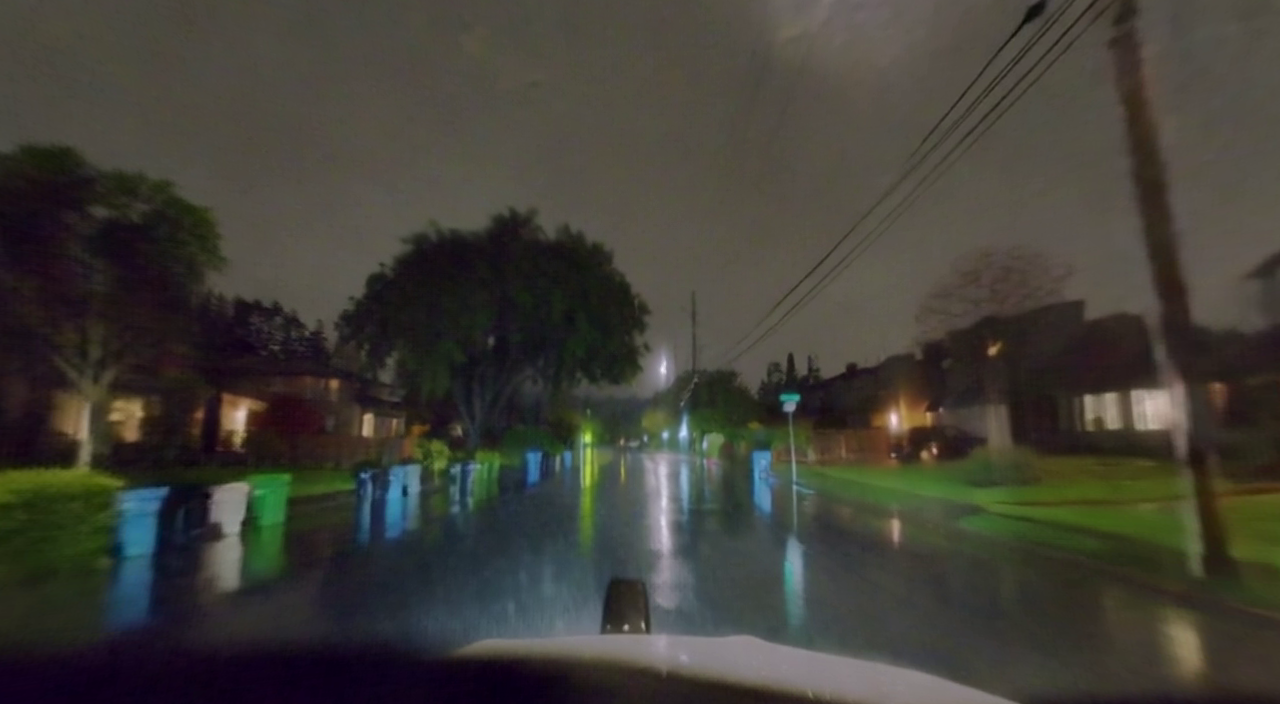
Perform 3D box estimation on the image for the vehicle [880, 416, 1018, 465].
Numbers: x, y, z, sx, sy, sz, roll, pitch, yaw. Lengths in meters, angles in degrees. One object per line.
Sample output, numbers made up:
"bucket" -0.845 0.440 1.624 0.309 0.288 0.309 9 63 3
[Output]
"vehicle" 12.534 3.632 25.737 4.581 1.853 2.024 2 -8 -7
